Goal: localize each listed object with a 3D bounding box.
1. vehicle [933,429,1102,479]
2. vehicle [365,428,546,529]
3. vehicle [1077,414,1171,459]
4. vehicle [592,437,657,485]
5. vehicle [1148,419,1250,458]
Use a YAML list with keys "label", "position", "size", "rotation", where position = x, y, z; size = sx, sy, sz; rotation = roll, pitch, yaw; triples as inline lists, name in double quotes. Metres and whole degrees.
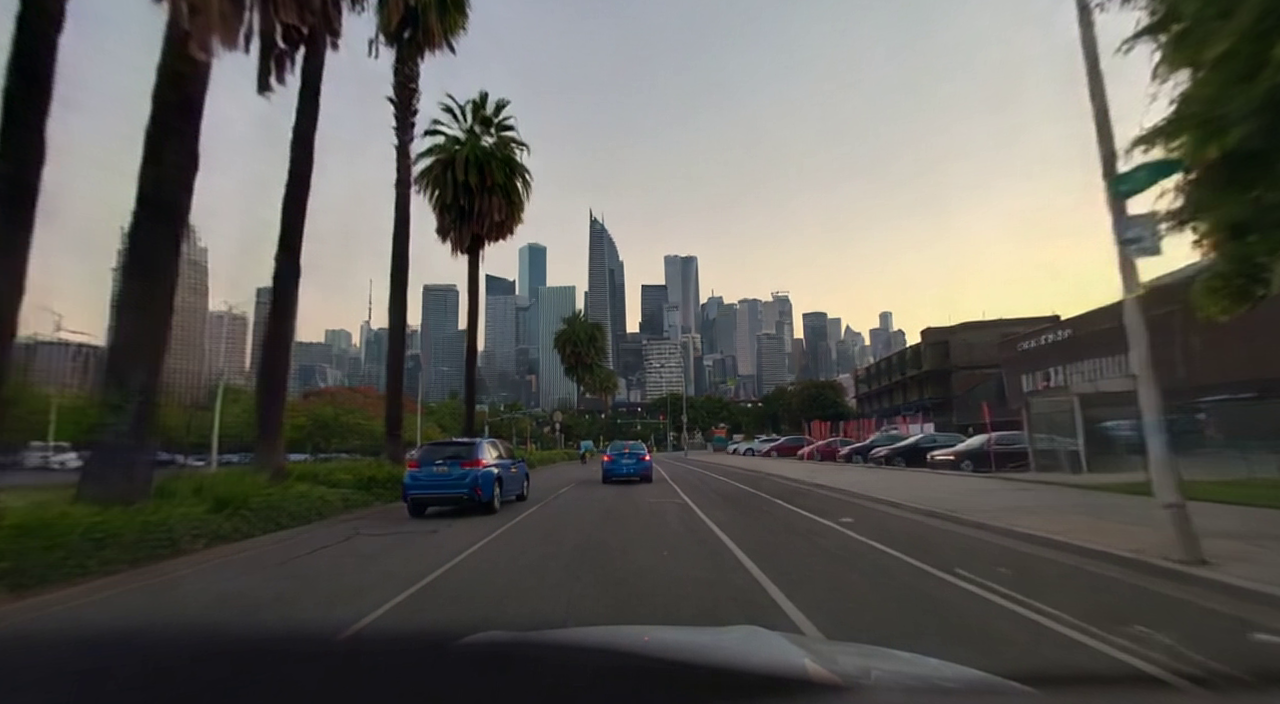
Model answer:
- label: "vehicle"
  position: [13.274, 3.599, 22.395]
  size: [4.749, 1.522, 1.905]
  rotation: [-1, -9, -3]
- label: "vehicle"
  position: [-3.210, 2.304, 12.079]
  size: [2.071, 1.544, 4.383]
  rotation: [0, -9, 1]
- label: "vehicle"
  position: [23.663, 4.201, 31.163]
  size: [2.288, 1.984, 5.526]
  rotation: [-4, -9, 23]
- label: "vehicle"
  position: [-0.480, 3.634, 21.331]
  size: [2.004, 1.465, 3.713]
  rotation: [0, -9, 0]
- label: "vehicle"
  position: [26.478, 4.160, 30.156]
  size: [1.982, 1.694, 4.676]
  rotation: [-3, -9, 20]
